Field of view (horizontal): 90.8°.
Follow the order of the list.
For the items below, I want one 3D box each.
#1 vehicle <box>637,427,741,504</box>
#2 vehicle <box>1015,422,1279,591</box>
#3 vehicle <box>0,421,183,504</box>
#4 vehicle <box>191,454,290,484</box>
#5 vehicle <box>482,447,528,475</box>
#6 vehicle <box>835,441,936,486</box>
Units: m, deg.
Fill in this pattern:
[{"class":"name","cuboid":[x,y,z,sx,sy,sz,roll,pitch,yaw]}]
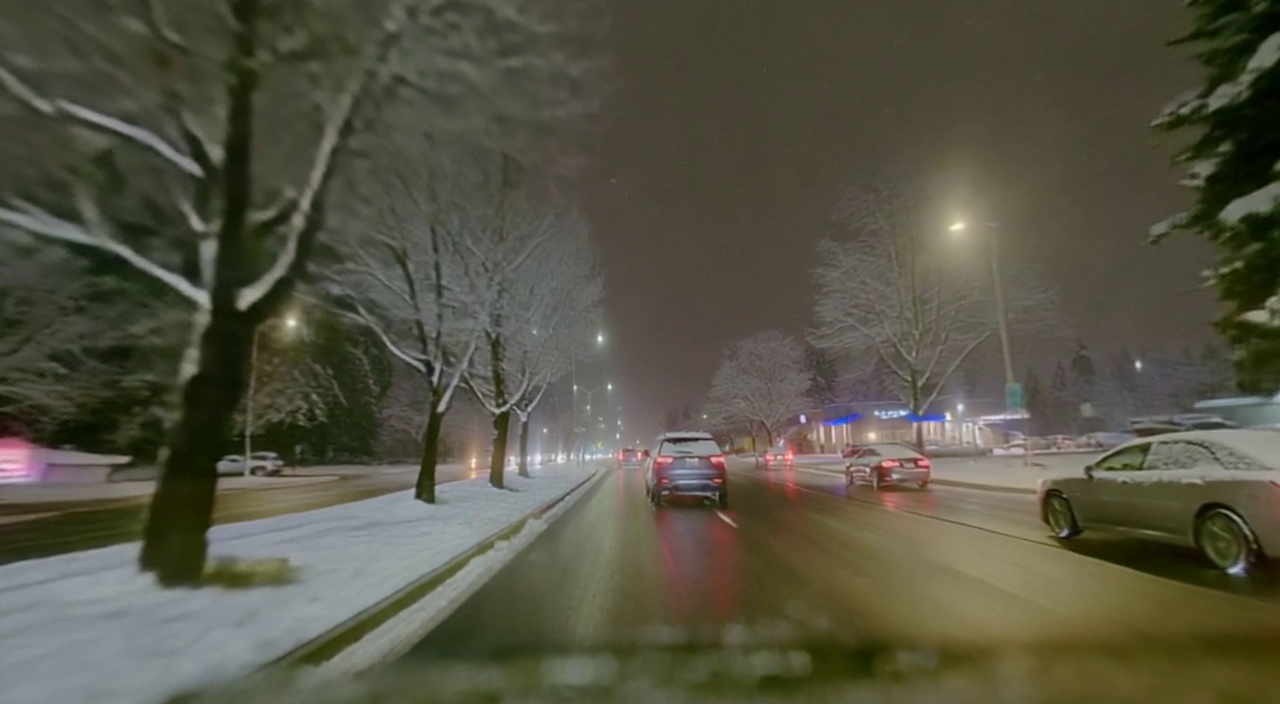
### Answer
[{"class":"vehicle","cuboid":[1.210,3.180,18.082,2.300,1.870,4.936,0,-9,-3]},{"class":"vehicle","cuboid":[6.632,1.612,7.196,1.994,1.488,4.313,0,-9,-1]},{"class":"vehicle","cuboid":[-26.343,5.063,28.841,8.231,3.396,3.340,-1,-10,1]},{"class":"vehicle","cuboid":[-28.403,8.298,44.934,5.966,1.957,2.305,-3,-9,13]},{"class":"vehicle","cuboid":[-8.902,7.200,42.048,2.196,1.717,4.453,0,-9,-1]},{"class":"vehicle","cuboid":[9.103,4.153,23.861,1.894,1.517,4.419,0,-9,-2]}]
